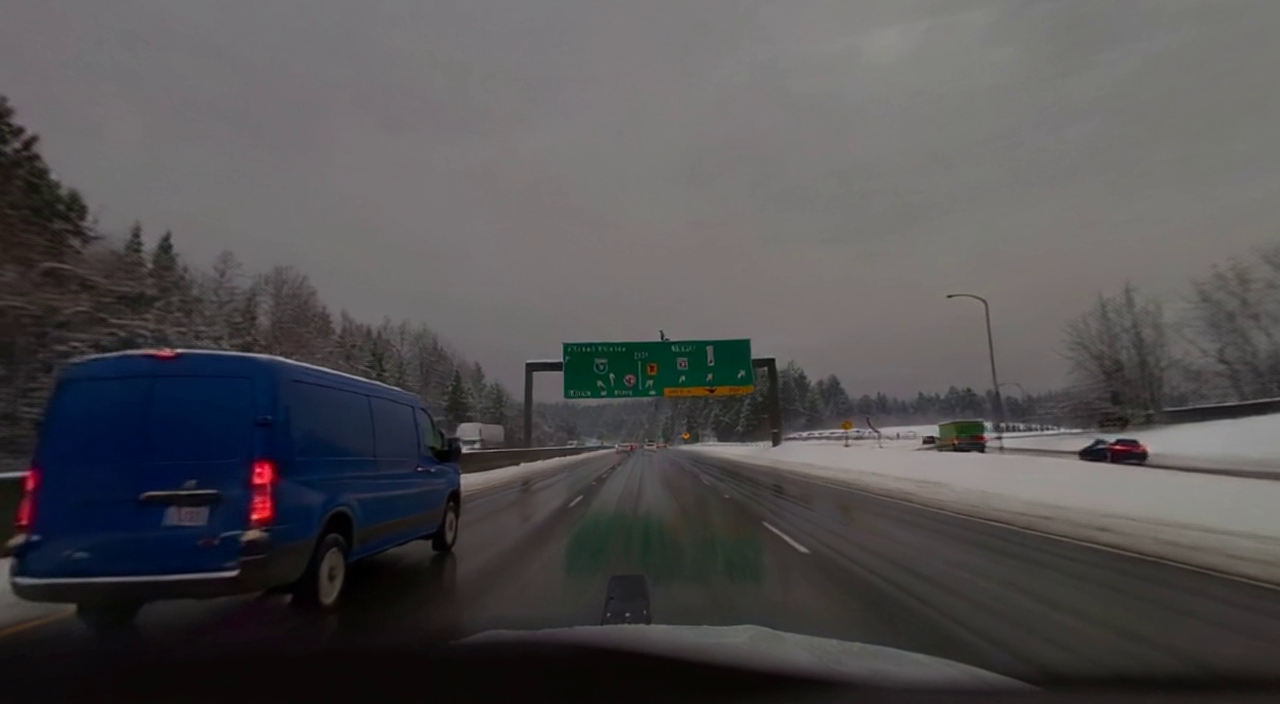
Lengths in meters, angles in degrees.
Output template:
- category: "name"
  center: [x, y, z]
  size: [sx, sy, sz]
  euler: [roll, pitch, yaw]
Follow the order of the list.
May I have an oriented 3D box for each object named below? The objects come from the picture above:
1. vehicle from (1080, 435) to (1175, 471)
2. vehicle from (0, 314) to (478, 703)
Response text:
- category: "vehicle"
  center: [21.573, 4.476, 28.018]
  size: [1.859, 1.498, 3.547]
  euler: [-2, -8, 12]
- category: "vehicle"
  center: [-3.249, 1.121, 5.619]
  size: [2.281, 2.025, 4.586]
  euler: [0, -8, 1]
